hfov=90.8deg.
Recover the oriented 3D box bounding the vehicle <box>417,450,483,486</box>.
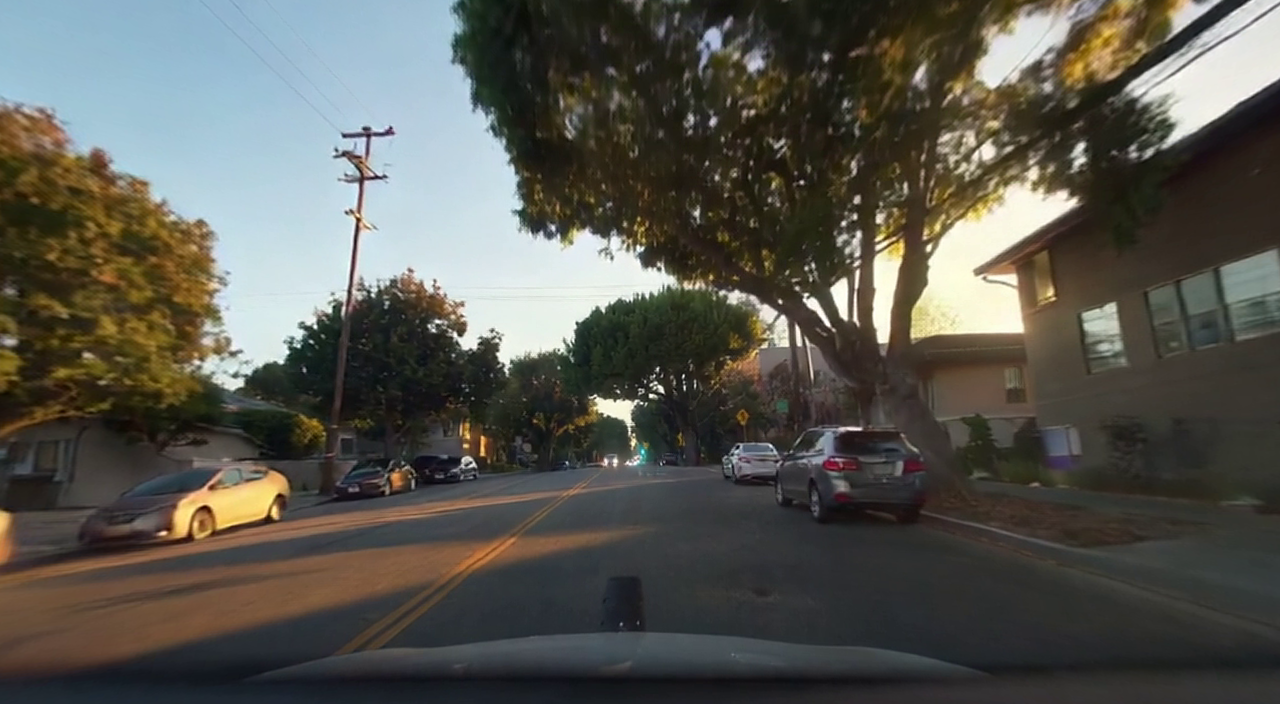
[{"bbox_3d":[-9.333,5.706,31.395,2.000,1.495,4.687,-3,-8,-3],"label":"vehicle"}]

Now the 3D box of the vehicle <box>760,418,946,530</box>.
[{"bbox_3d":[3.766,2.248,12.152,2.155,1.747,4.311,0,-8,2],"label":"vehicle"}]

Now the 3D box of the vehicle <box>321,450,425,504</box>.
[{"bbox_3d":[-9.335,4.371,22.466,1.884,1.526,4.061,-5,-8,1],"label":"vehicle"}]

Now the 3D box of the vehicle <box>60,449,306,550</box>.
[{"bbox_3d":[-9.274,3.007,13.432,2.051,1.657,4.322,-3,-10,-1],"label":"vehicle"}]

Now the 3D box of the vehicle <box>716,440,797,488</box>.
[{"bbox_3d":[3.880,3.814,21.930,1.946,1.468,4.721,0,-8,1],"label":"vehicle"}]
